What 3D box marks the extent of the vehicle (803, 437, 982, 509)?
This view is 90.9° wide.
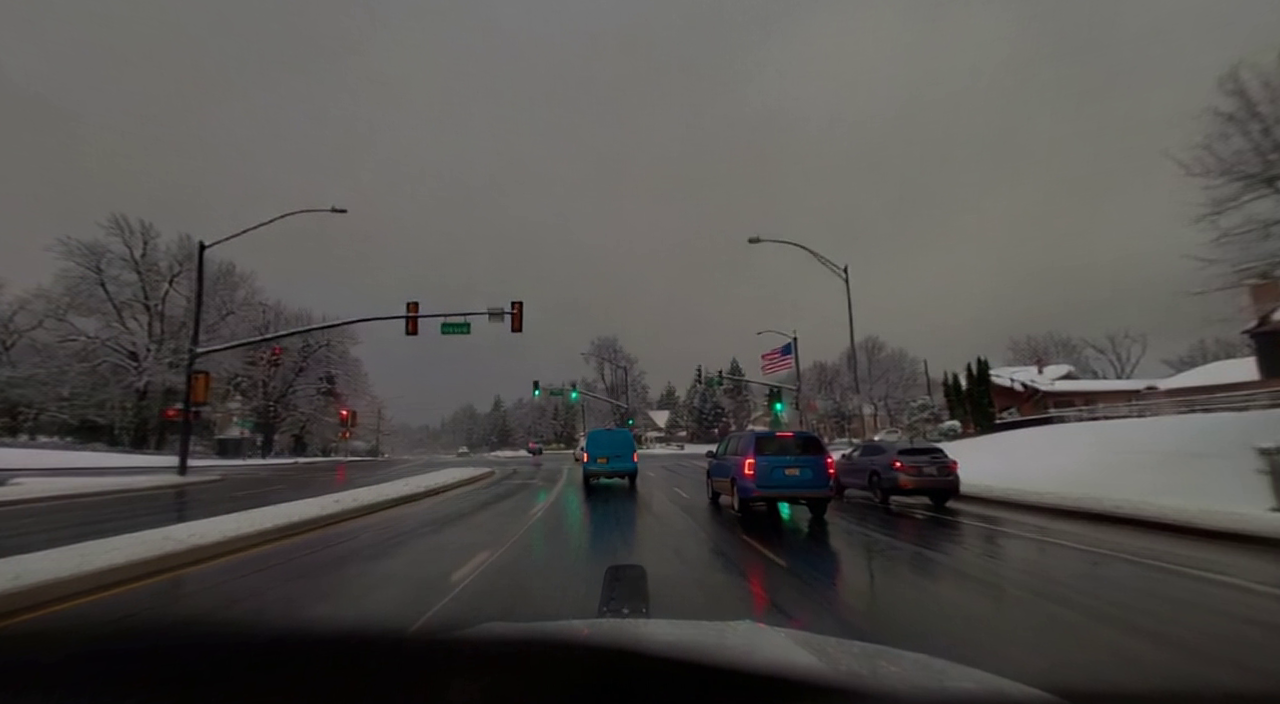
[{"bbox_3d":[5.874,2.871,15.511,2.124,1.474,4.880,0,-9,-4],"label":"vehicle"}]

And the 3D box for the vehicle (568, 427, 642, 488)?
[{"bbox_3d":[-1.296,3.506,21.235,2.185,1.822,4.583,1,-9,-7],"label":"vehicle"}]

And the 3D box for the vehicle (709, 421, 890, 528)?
[{"bbox_3d":[2.832,2.307,12.480,2.024,1.686,4.588,1,-9,-5],"label":"vehicle"}]
